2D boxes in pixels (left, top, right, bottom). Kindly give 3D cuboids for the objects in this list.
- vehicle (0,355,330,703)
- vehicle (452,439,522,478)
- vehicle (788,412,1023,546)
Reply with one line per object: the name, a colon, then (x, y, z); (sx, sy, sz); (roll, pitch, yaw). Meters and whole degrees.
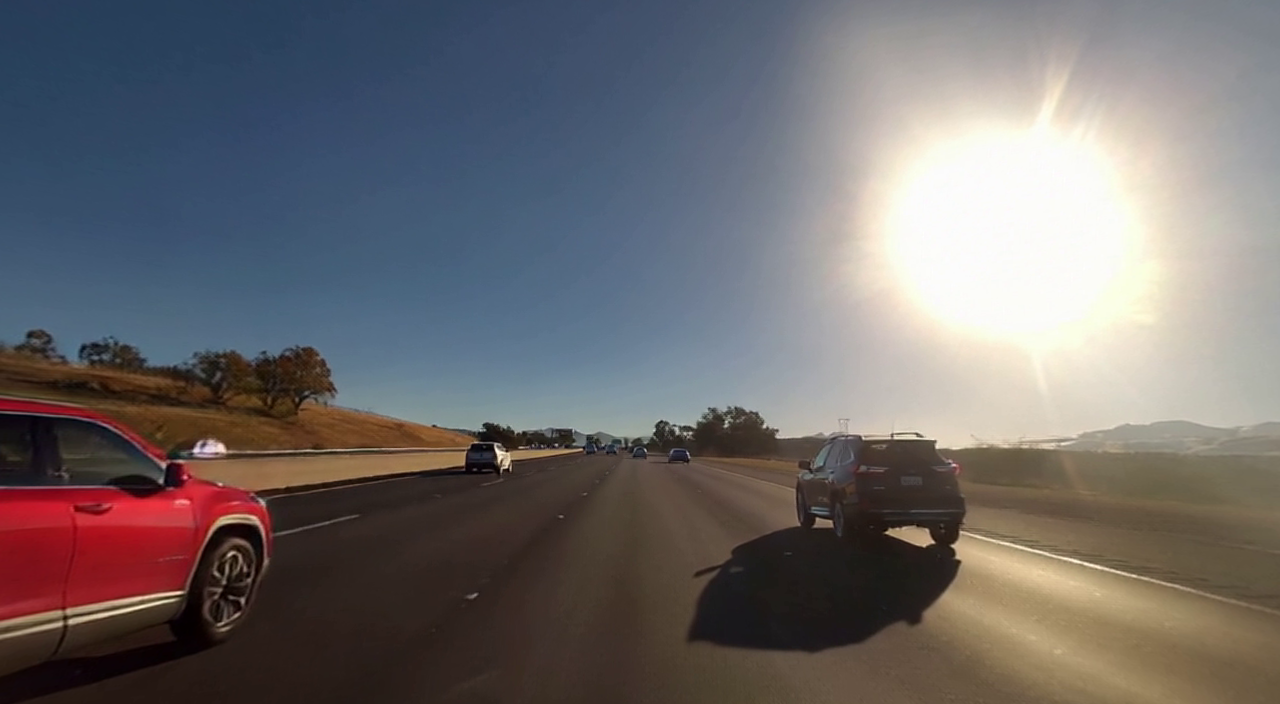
vehicle: (-3.996, 0.997, 3.471); (2.214, 1.743, 4.465); (0, -9, 1)
vehicle: (-7.248, 5.097, 30.333); (2.095, 1.696, 4.680); (-1, -9, 2)
vehicle: (4.322, 2.157, 11.315); (2.153, 1.860, 4.689); (0, -9, 0)
